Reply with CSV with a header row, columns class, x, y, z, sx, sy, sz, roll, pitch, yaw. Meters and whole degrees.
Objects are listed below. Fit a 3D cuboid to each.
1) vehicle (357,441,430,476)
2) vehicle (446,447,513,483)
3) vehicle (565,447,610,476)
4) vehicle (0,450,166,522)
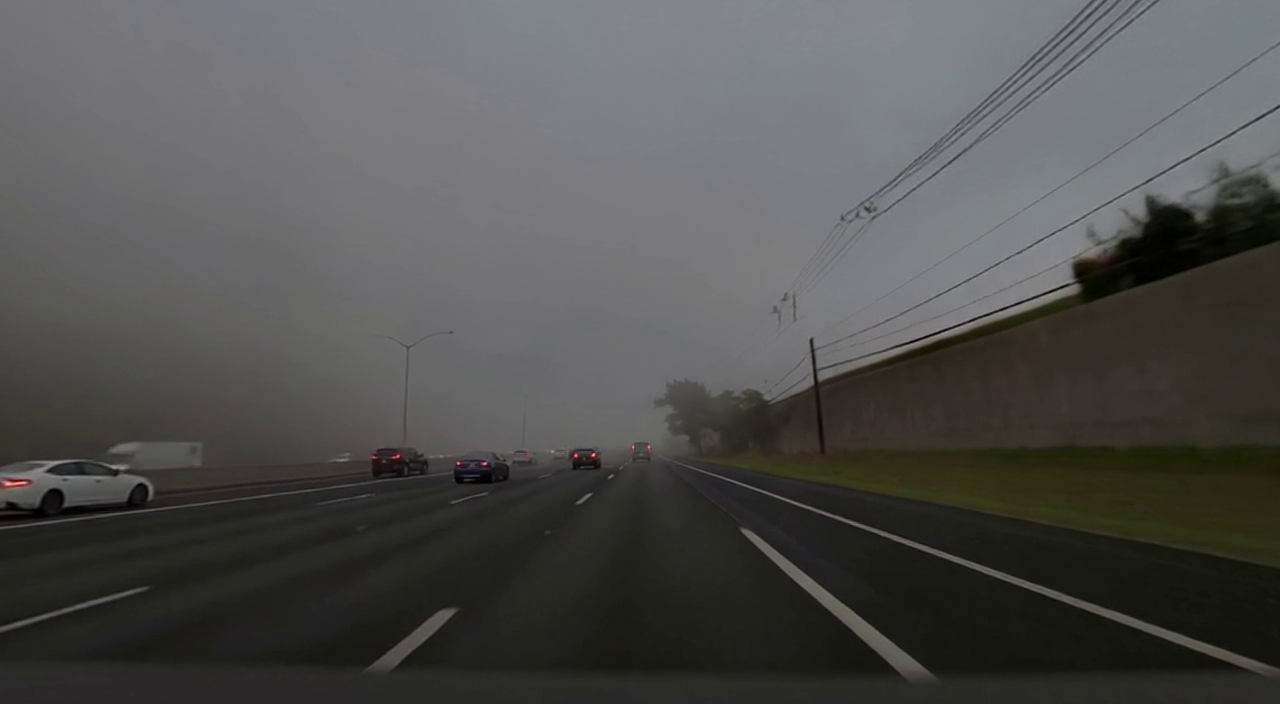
class,x,y,z,sx,sy,sz,roll,pitch,yaw
vehicle,-14.394,6.242,37.216,2.172,1.946,5.017,0,-9,1
vehicle,-7.202,5.095,28.784,1.899,1.472,4.202,0,-9,1
vehicle,-2.758,5.865,34.154,2.064,1.446,4.409,0,-9,0
vehicle,-14.237,3.105,15.123,1.885,1.474,4.849,0,-9,1
